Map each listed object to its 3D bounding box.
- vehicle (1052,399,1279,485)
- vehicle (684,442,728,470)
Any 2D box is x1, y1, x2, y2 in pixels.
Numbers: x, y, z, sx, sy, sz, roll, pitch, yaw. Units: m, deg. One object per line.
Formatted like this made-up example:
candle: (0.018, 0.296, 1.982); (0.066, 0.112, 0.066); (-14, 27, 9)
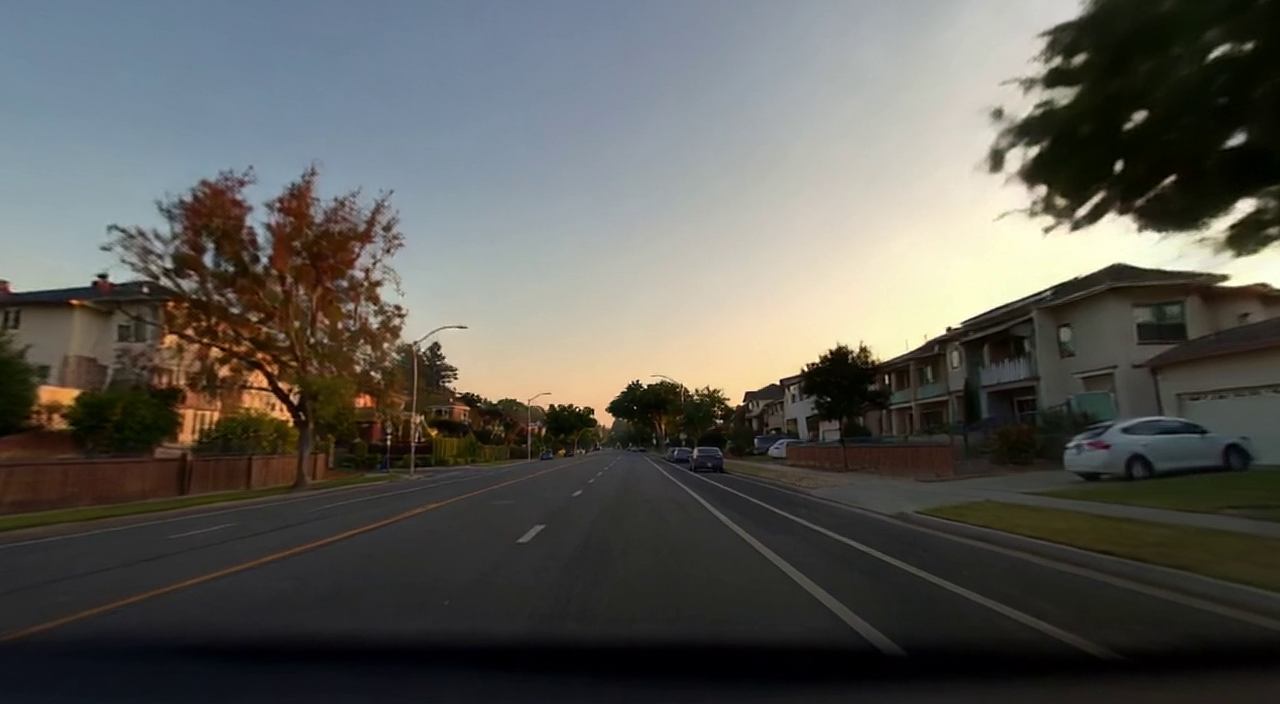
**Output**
vehicle: (13.641, 2.251, 16.236); (4.682, 1.956, 2.001); (-1, -6, -3)
vehicle: (3.932, 6.334, 38.417); (1.971, 1.558, 4.895); (0, -9, -2)
